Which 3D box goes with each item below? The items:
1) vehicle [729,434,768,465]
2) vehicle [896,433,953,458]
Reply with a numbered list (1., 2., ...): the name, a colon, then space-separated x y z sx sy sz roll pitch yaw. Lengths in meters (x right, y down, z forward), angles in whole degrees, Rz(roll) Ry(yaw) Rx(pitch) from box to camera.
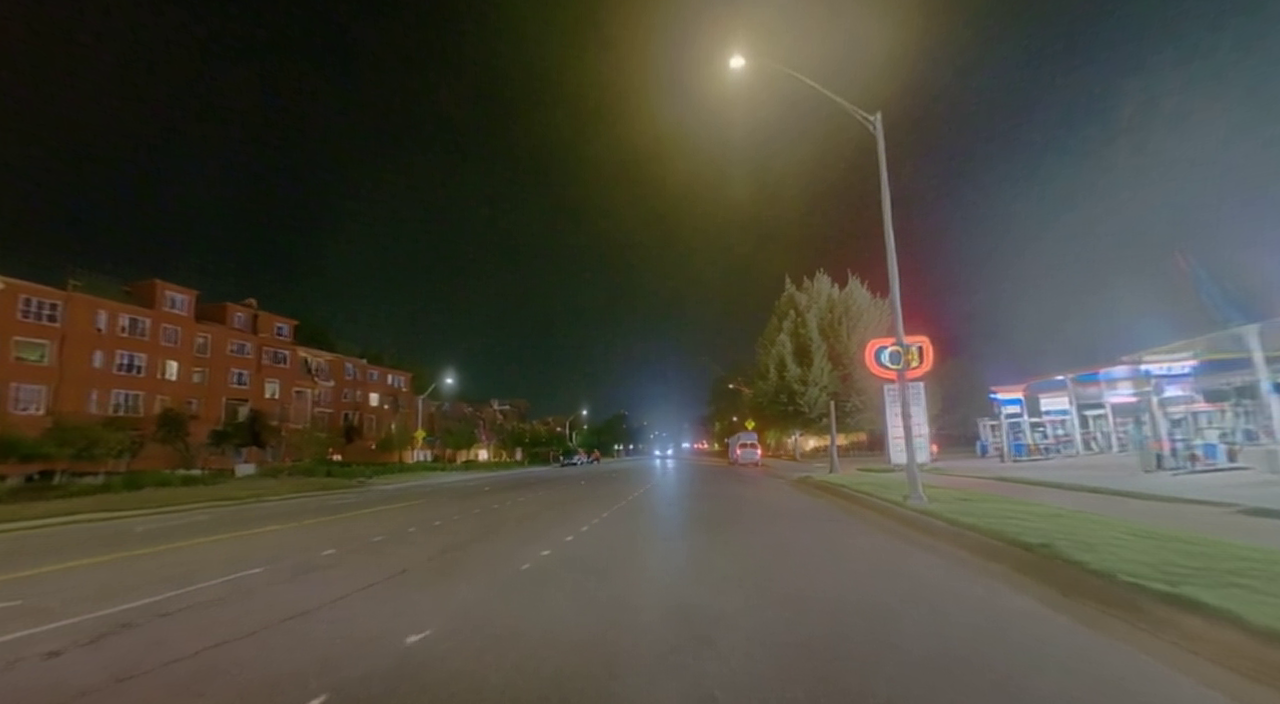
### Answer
1. vehicle: 6.932 6.301 40.995 2.194 1.896 5.049 -1 -9 7
2. vehicle: 17.464 5.792 38.996 1.919 1.411 4.440 -1 -9 7
